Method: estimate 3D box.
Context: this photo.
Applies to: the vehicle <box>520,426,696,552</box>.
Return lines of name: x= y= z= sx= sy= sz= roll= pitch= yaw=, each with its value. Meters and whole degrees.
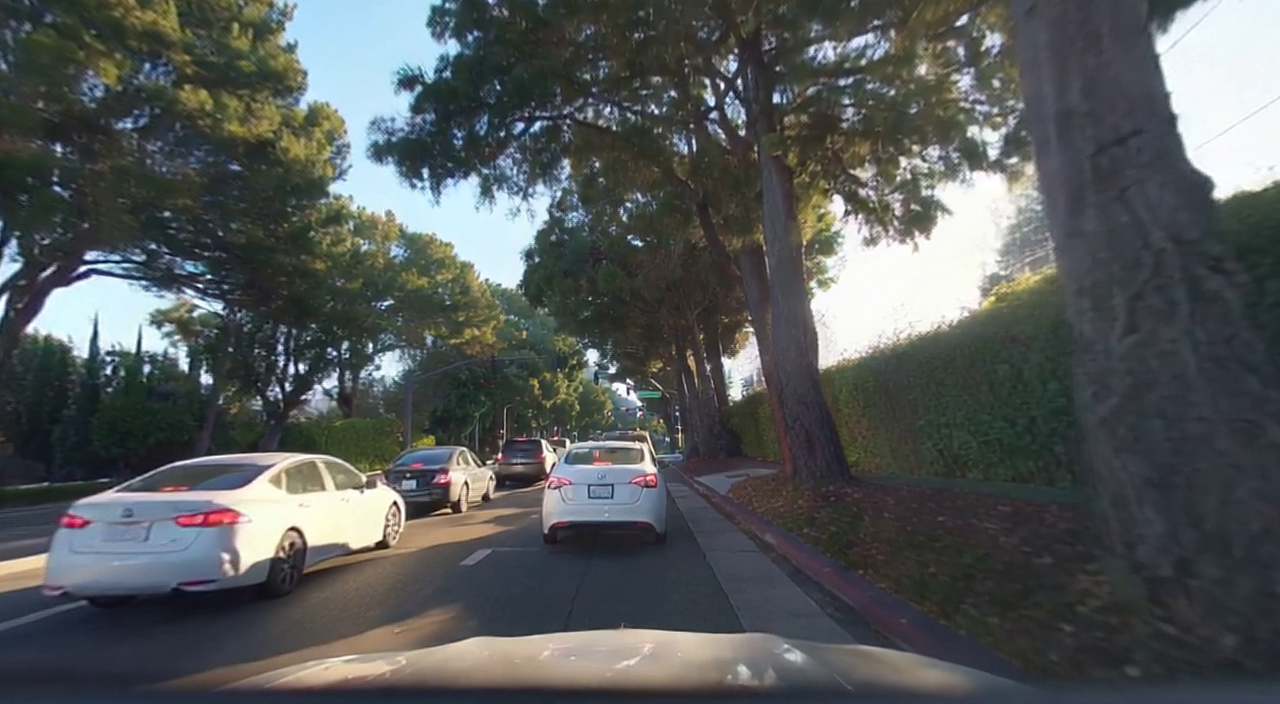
vehicle: x=-0.416 y=1.965 z=9.757 sx=2.127 sy=1.517 sz=4.090 roll=0 pitch=-8 yaw=-1

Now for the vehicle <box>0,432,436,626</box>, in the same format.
vehicle: x=-3.816 y=1.610 z=6.786 sx=1.784 sy=1.408 sz=4.141 roll=0 pitch=-8 yaw=1
